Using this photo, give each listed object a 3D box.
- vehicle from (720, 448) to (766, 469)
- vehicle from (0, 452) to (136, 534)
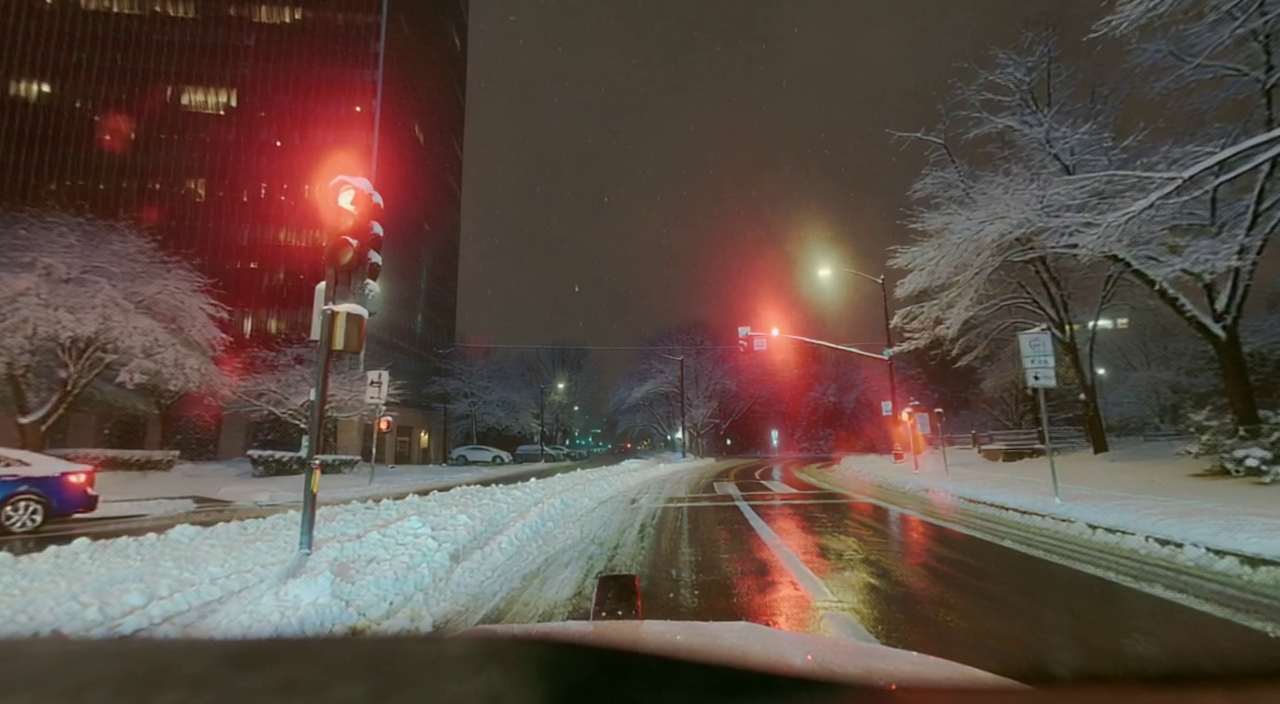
[{"bbox_3d":[7.859,8.125,48.418,1.829,1.440,4.384,2,-9,-14],"label":"vehicle"},{"bbox_3d":[-12.859,2.716,12.273,4.598,1.490,1.816,7,-11,-40],"label":"vehicle"}]
